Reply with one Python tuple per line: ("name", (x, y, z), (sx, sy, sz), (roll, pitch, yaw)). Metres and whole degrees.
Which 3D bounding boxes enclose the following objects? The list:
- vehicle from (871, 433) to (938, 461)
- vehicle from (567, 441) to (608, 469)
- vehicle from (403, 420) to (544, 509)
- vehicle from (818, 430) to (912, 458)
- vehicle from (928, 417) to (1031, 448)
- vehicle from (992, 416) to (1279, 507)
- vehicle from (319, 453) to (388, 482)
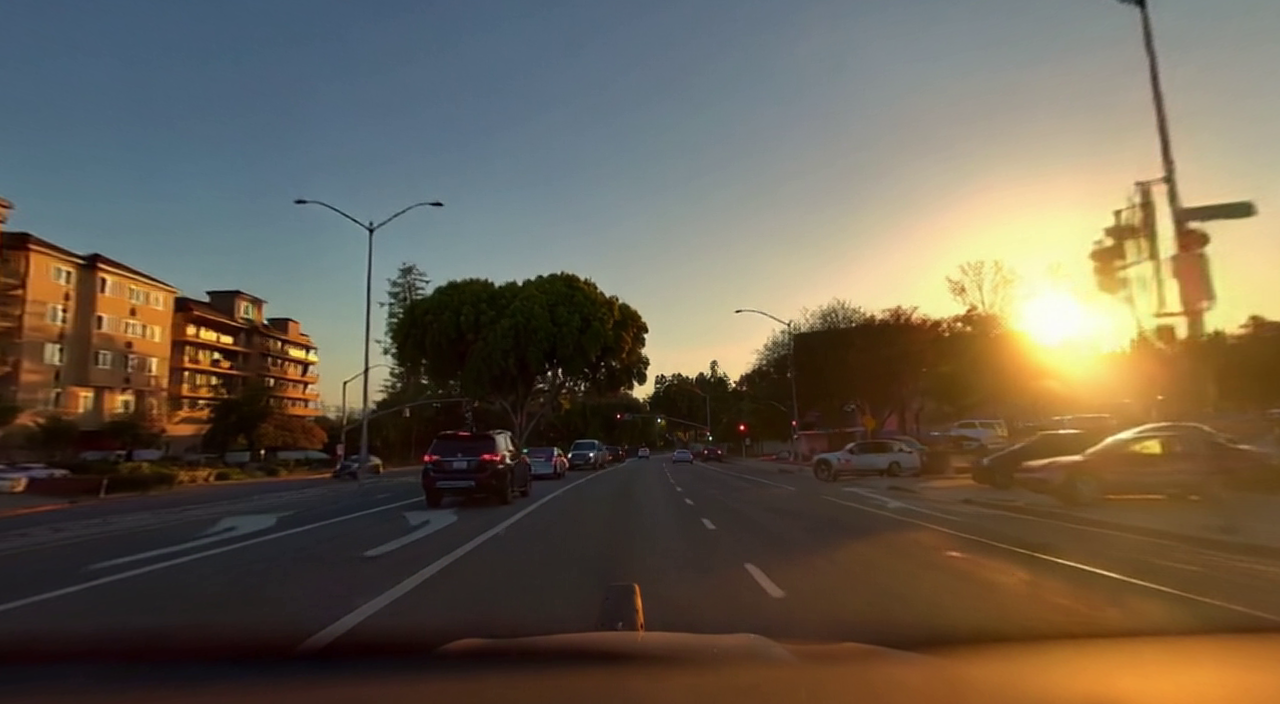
("vehicle", (14.811, 5.366, 35.653), (1.865, 1.425, 4.439), (0, -9, 0))
("vehicle", (-3.424, 6.800, 41.897), (2.180, 1.699, 4.485), (-1, -9, 2))
("vehicle", (-3.963, 2.795, 16.107), (2.220, 1.888, 4.904), (0, -9, 0))
("vehicle", (15.667, 6.432, 44.232), (5.618, 1.857, 2.296), (0, -9, -2))
("vehicle", (23.198, 5.556, 43.373), (5.656, 1.985, 2.187), (-1, -9, 3))
("vehicle", (10.453, 2.348, 13.724), (4.399, 1.722, 2.202), (-3, -9, 16))
("vehicle", (-15.977, 6.436, 35.514), (1.835, 1.448, 4.208), (-1, -9, 1))
